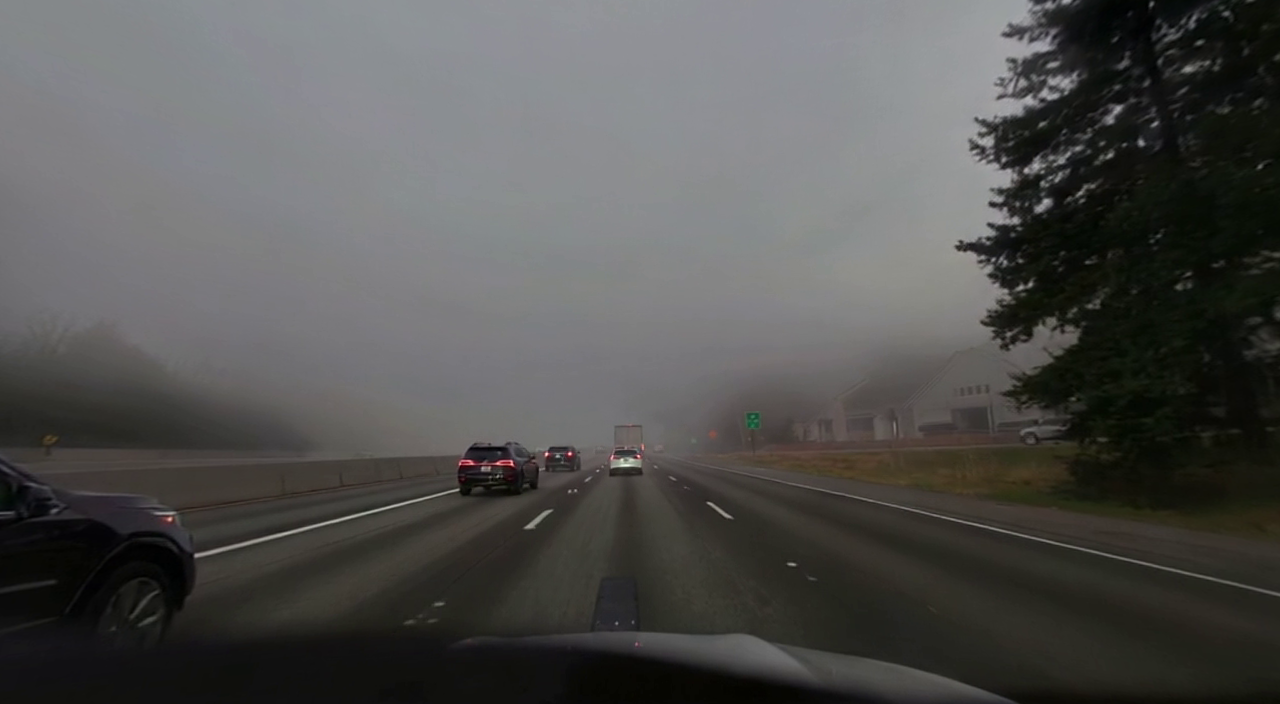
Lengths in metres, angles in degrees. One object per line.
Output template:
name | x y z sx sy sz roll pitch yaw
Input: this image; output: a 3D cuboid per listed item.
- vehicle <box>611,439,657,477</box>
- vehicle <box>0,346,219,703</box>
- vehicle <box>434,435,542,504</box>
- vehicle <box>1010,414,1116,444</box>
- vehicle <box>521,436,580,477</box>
vehicle | -0.312 5.132 30.785 2.063 1.703 4.203 0 -9 -1
vehicle | -3.496 0.684 1.410 2.027 1.713 4.490 0 -9 -1
vehicle | -4.027 3.171 17.445 1.988 1.668 4.021 0 -9 0
vehicle | 22.725 4.199 34.142 1.894 1.458 4.268 4 -9 -25
vehicle | -4.496 5.356 32.660 2.301 1.944 5.482 0 -9 -1
